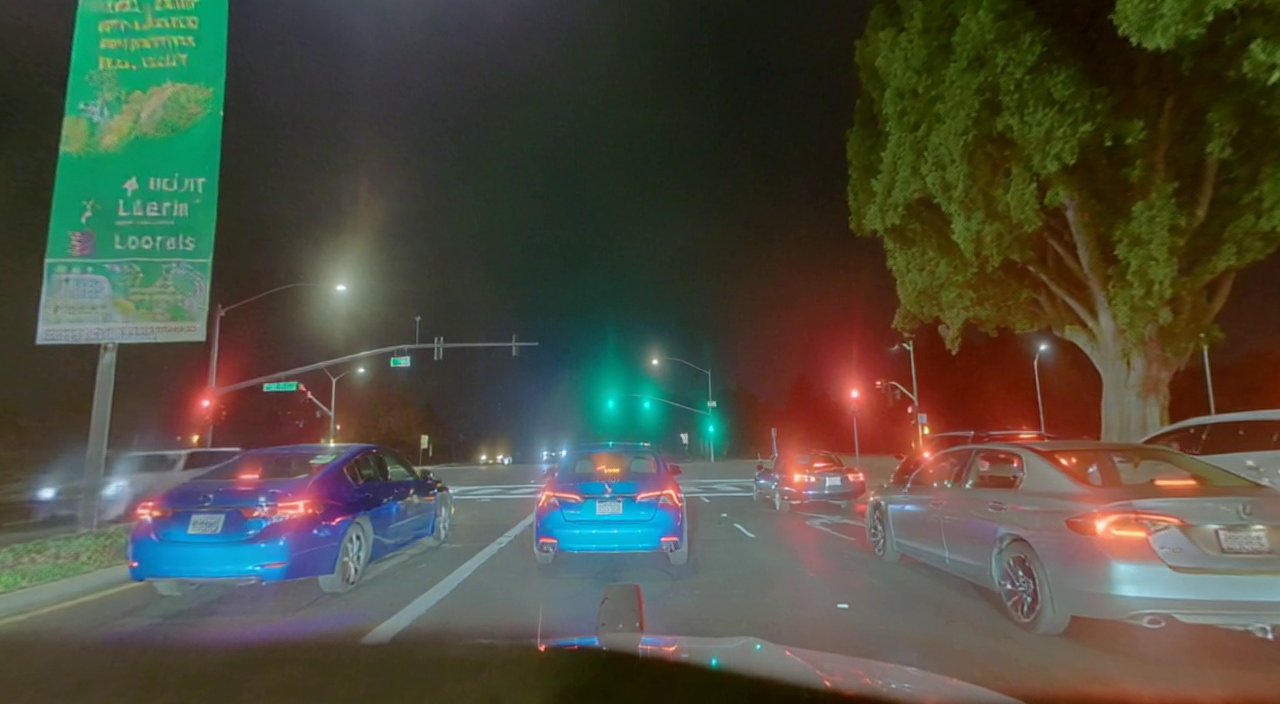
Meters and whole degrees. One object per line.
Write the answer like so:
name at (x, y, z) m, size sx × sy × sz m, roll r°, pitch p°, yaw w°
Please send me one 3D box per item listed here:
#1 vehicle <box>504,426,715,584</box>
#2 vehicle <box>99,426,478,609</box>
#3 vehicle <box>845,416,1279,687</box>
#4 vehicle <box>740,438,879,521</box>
vehicle at (-0.310, 1.732, 7.881) m, size 1.994 × 1.479 × 3.647 m, roll 0°, pitch -9°, yaw -1°
vehicle at (-3.372, 1.653, 7.224) m, size 1.929 × 1.457 × 4.136 m, roll 0°, pitch -9°, yaw 0°
vehicle at (3.607, 1.434, 5.769) m, size 1.953 × 1.471 × 4.470 m, roll 0°, pitch -9°, yaw 0°
vehicle at (3.397, 2.614, 13.492) m, size 1.852 × 1.498 × 3.825 m, roll 0°, pitch -9°, yaw -1°
